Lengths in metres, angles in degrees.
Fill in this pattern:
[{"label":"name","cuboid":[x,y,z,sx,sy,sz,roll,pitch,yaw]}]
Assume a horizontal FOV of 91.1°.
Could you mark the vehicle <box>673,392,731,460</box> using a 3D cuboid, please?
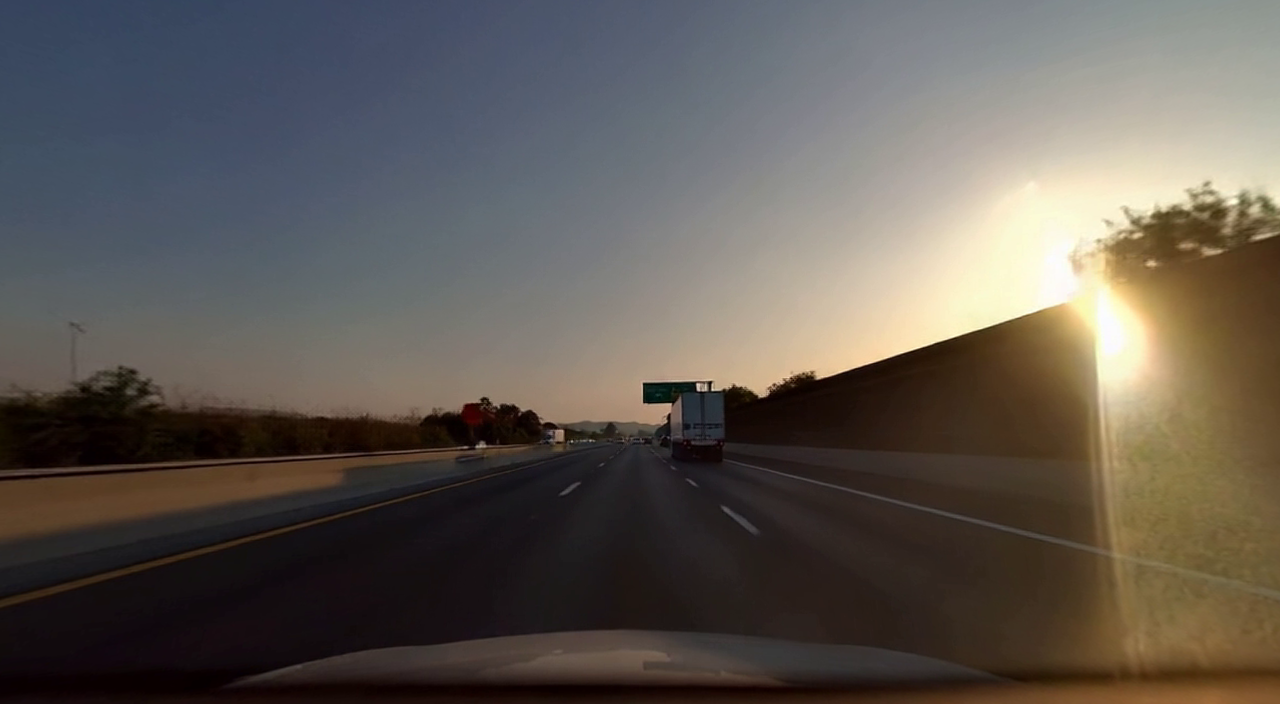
[{"label":"vehicle","cuboid":[3.844,4.986,41.402,2.840,3.947,8.920,0,-8,0]}]
